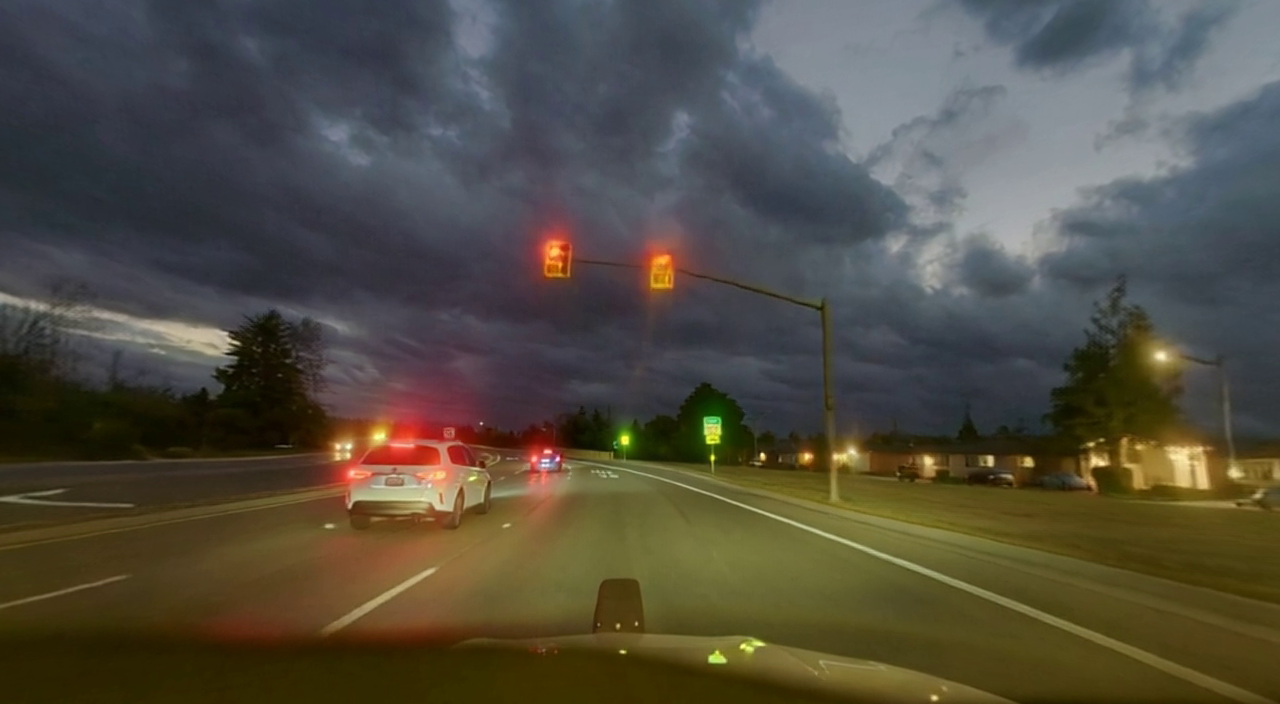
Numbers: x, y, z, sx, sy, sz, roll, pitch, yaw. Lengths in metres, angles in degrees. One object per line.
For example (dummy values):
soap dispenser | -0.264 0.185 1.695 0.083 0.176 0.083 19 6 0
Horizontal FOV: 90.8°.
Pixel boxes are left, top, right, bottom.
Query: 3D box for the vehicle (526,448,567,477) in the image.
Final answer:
vehicle | -5.159 6.149 35.276 1.904 1.476 3.736 0 -8 -4

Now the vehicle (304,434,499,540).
vehicle | -4.234 2.443 12.207 2.098 1.613 4.606 0 -8 -2
